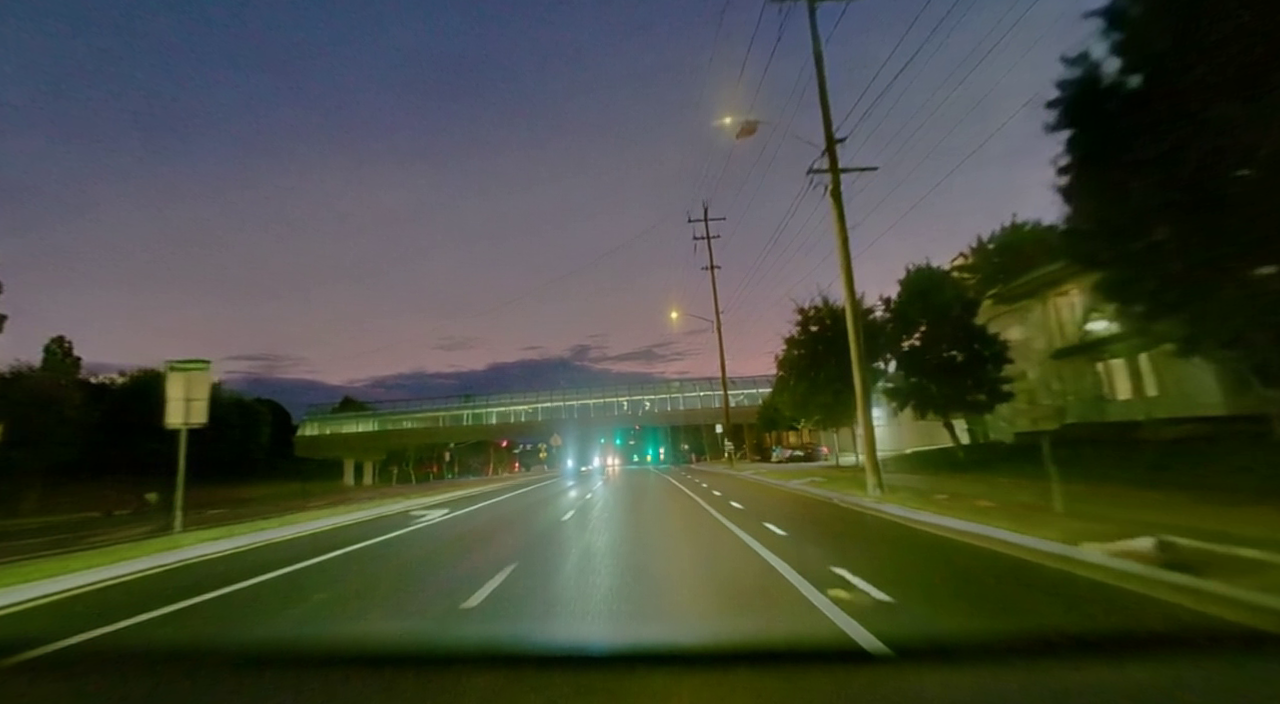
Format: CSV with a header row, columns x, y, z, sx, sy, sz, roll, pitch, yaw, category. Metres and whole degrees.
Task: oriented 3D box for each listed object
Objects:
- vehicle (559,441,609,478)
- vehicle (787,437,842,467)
x,y,z,sx,sy,sz,roll,pitch,yaw,category
-4.016,7.848,46.233,2.967,2.369,6.635,-2,-9,0,vehicle
11.355,6.552,41.176,2.051,1.534,4.466,-10,-9,-1,vehicle
